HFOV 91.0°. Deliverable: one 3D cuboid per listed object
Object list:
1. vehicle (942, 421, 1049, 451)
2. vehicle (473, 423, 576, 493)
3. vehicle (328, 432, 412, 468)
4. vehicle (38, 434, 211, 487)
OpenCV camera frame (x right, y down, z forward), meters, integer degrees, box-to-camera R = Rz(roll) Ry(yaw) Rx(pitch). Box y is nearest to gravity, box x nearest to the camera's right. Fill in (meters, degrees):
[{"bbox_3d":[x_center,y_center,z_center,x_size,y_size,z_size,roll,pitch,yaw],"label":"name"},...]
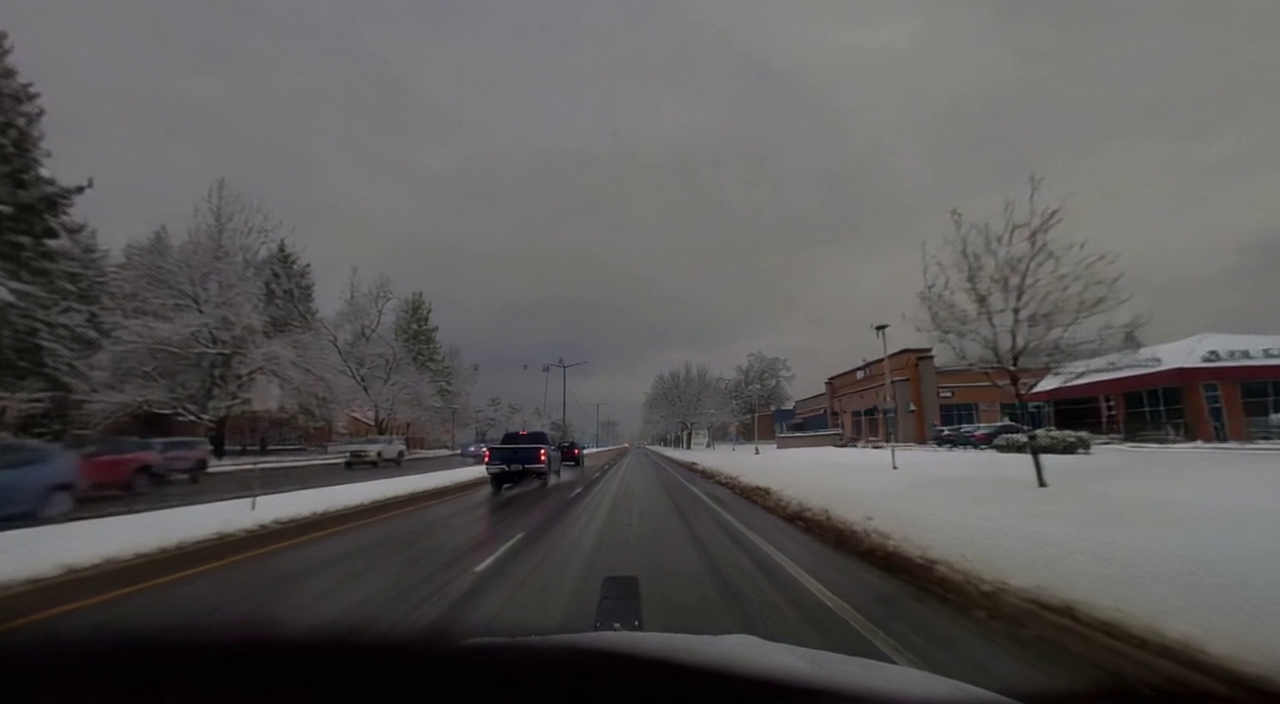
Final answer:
[{"bbox_3d":[26.011,6.200,46.222,6.324,1.986,2.478,-2,-9,0],"label":"vehicle"},{"bbox_3d":[-3.276,3.157,19.130,2.065,1.790,5.417,0,-8,1],"label":"vehicle"},{"bbox_3d":[-16.026,5.867,37.819,2.226,1.947,5.670,0,-8,4],"label":"vehicle"},{"bbox_3d":[-18.141,3.810,22.569,1.986,1.664,4.980,0,-8,-1],"label":"vehicle"}]
